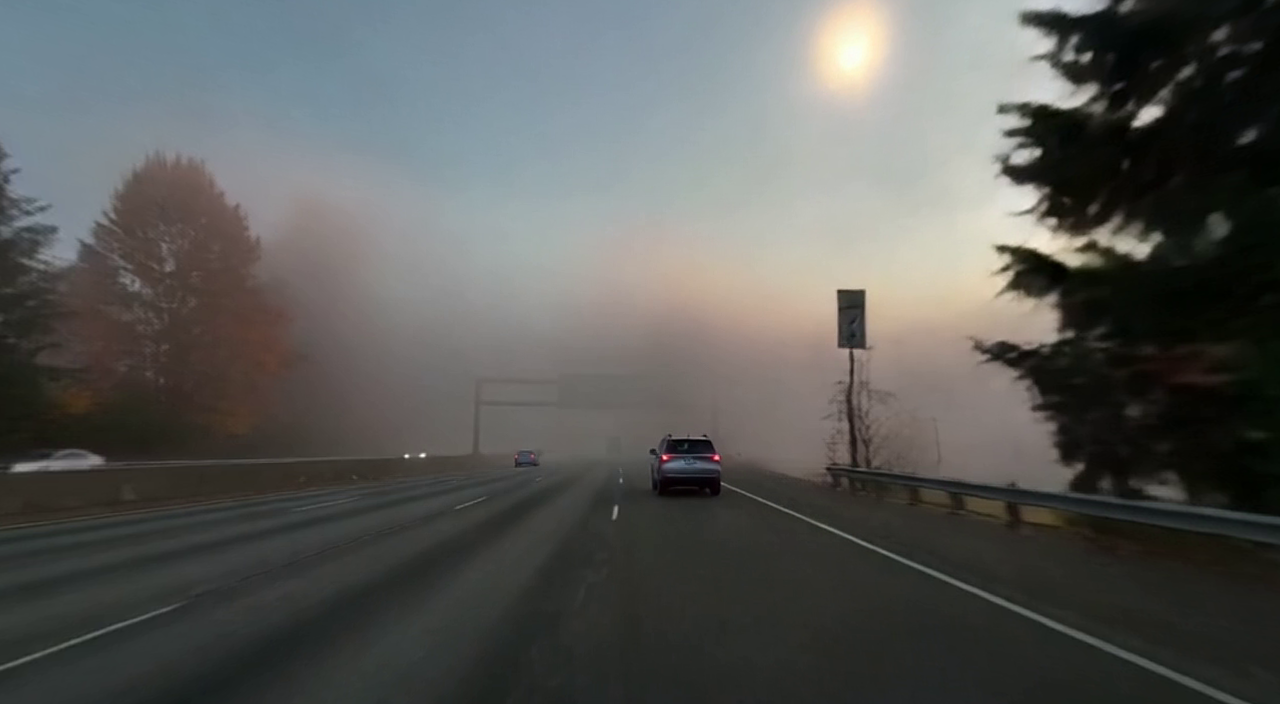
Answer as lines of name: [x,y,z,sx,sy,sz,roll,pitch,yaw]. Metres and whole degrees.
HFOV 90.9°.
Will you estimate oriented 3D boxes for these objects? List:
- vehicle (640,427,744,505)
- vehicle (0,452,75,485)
vehicle: [1.156,2.852,16.185,2.120,1.706,4.226,0,-8,-2]
vehicle: [-31.329,5.795,31.596,1.835,1.492,4.512,0,-8,-1]
